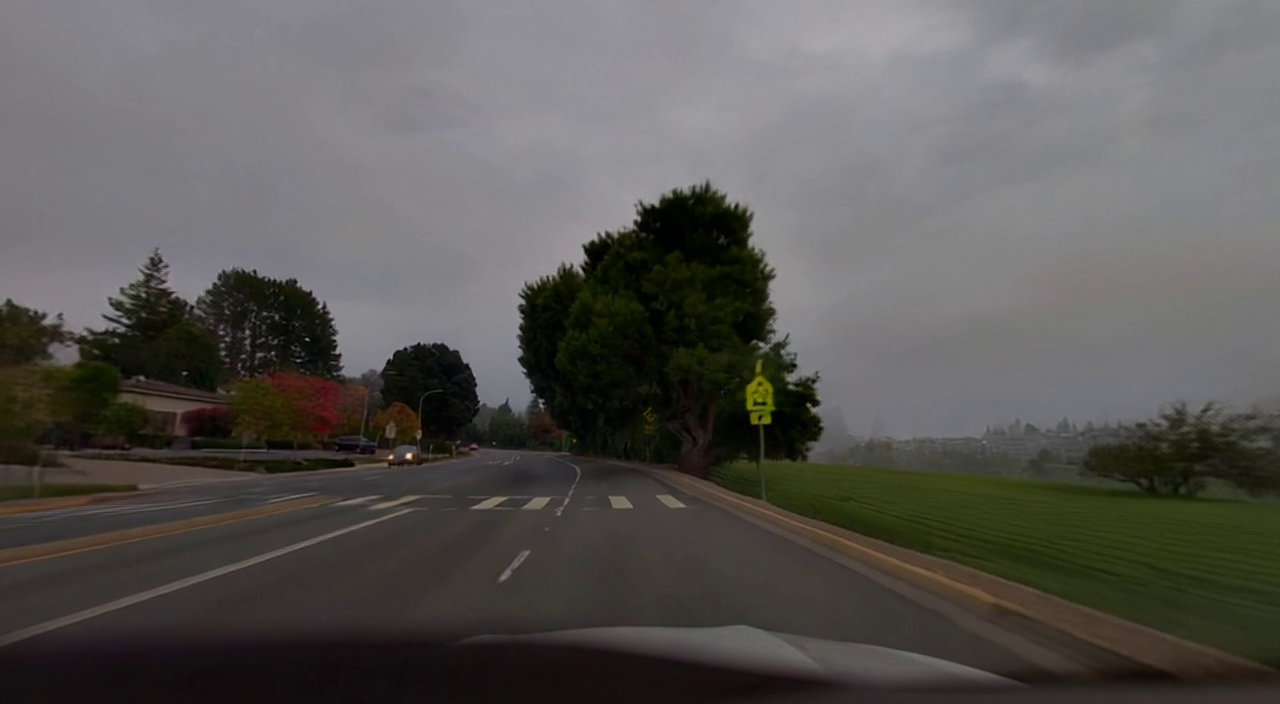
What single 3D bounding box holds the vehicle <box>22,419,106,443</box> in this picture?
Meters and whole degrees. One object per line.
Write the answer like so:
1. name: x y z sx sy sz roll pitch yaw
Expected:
1. vehicle: -44.368 6.097 48.694 5.006 1.561 1.894 0 -15 10
